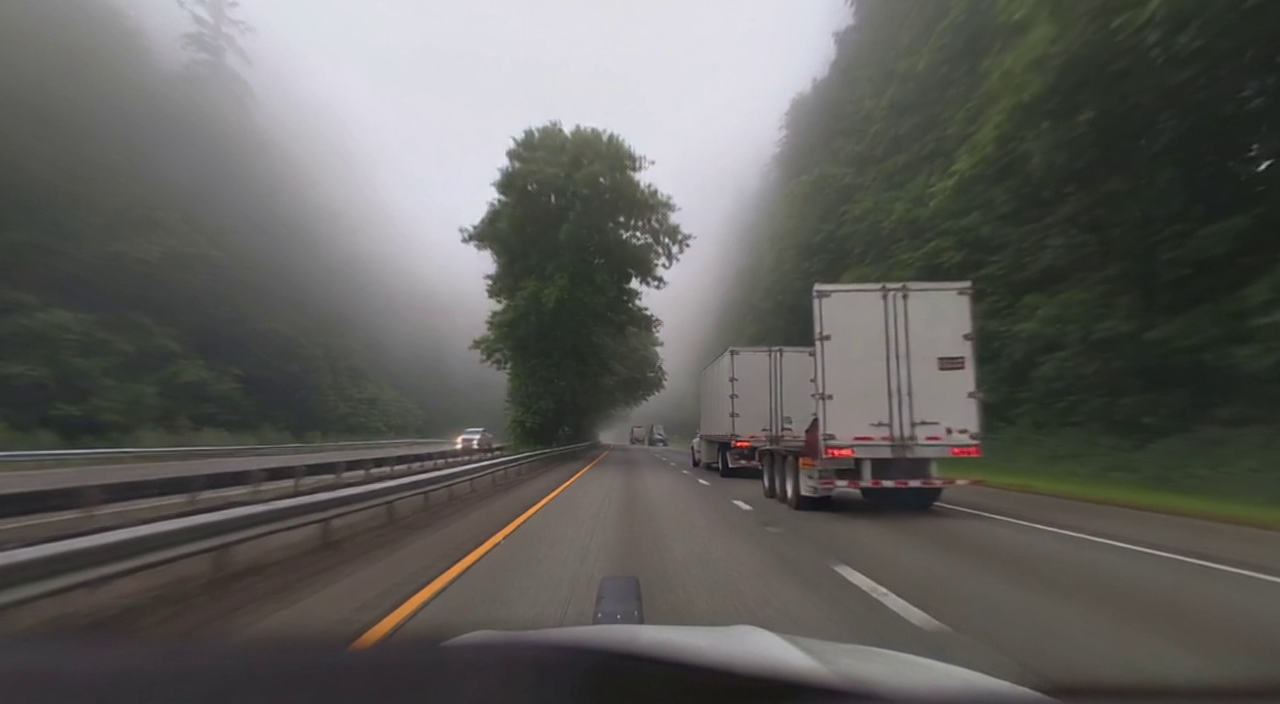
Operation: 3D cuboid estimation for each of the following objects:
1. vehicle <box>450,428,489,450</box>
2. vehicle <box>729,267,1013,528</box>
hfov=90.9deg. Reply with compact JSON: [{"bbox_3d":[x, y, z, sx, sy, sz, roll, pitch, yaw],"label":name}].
[{"bbox_3d":[-12.818,6.587,47.720,1.885,1.570,4.173,0,-8,-1],"label":"vehicle"},{"bbox_3d":[4.095,1.207,13.929,2.861,3.991,8.583,0,-8,-1],"label":"vehicle"}]
